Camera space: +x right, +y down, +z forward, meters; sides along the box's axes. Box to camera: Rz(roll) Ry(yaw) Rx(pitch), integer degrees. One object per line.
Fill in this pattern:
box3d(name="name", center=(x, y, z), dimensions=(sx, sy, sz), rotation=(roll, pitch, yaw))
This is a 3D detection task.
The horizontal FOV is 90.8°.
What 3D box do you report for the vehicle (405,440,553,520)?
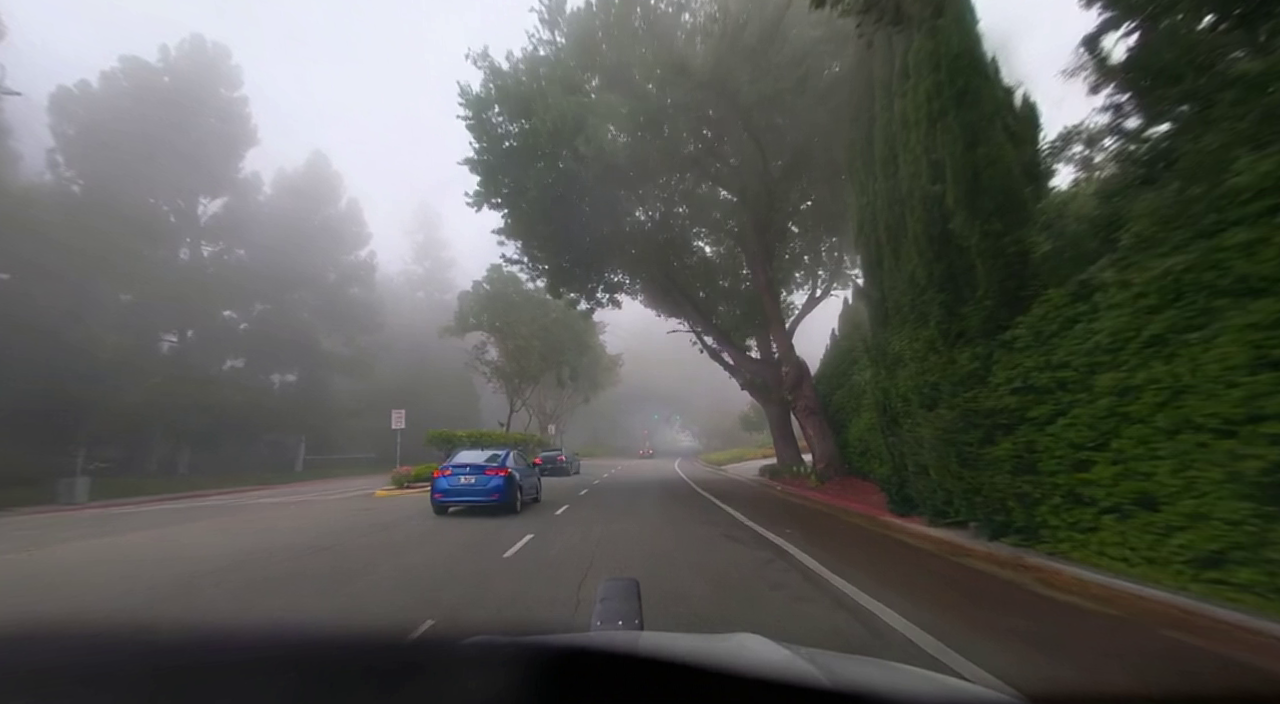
box3d(name="vehicle", center=(-3.370, 2.782, 14.322), dimensions=(2.038, 1.486, 4.678), rotation=(0, -9, 1))
